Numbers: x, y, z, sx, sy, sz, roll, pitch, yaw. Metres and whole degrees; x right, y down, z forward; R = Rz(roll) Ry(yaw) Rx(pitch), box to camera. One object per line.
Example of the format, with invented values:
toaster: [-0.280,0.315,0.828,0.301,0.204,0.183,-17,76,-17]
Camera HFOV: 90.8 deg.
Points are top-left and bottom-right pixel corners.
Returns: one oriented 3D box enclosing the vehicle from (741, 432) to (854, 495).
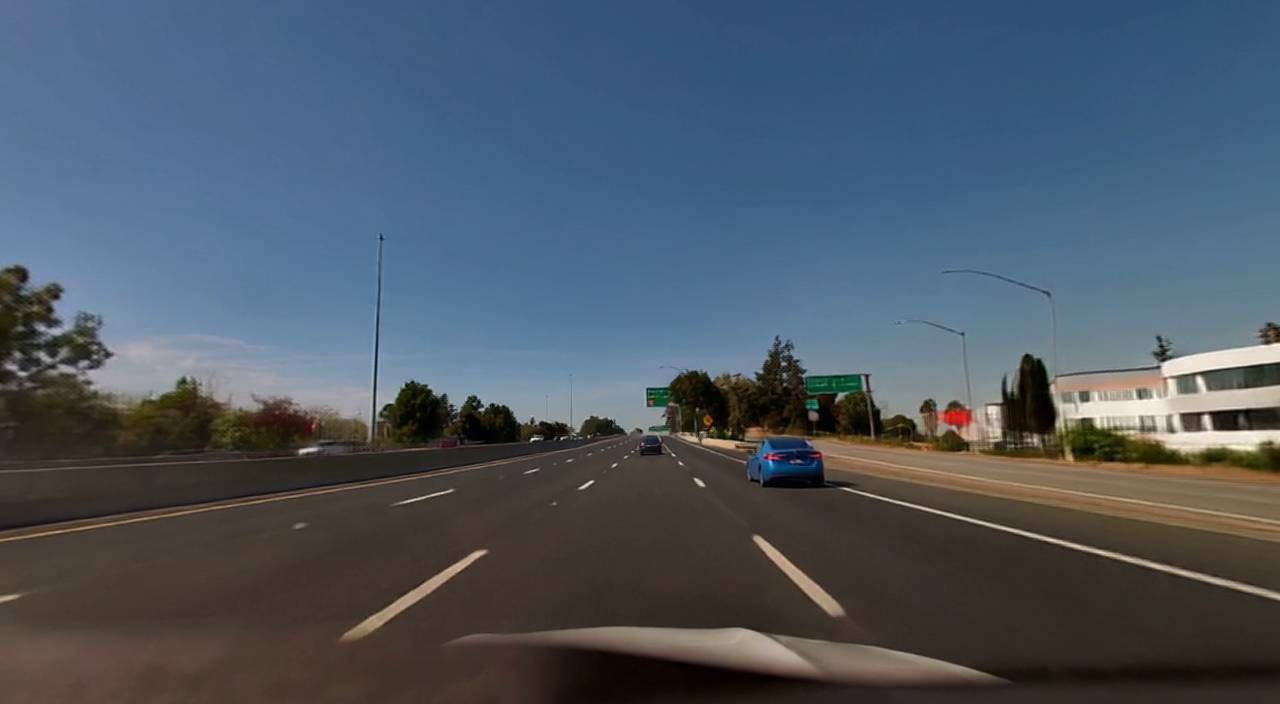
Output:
vehicle: [4.252,3.095,17.902,2.029,1.528,4.644,0,-9,0]

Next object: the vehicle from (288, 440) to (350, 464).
vehicle: [-23.881,7.449,47.207,1.937,1.623,4.882,0,-9,2]

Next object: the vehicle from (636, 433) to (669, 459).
vehicle: [0.855,6.582,44.074,2.127,1.692,4.382,0,-9,1]
